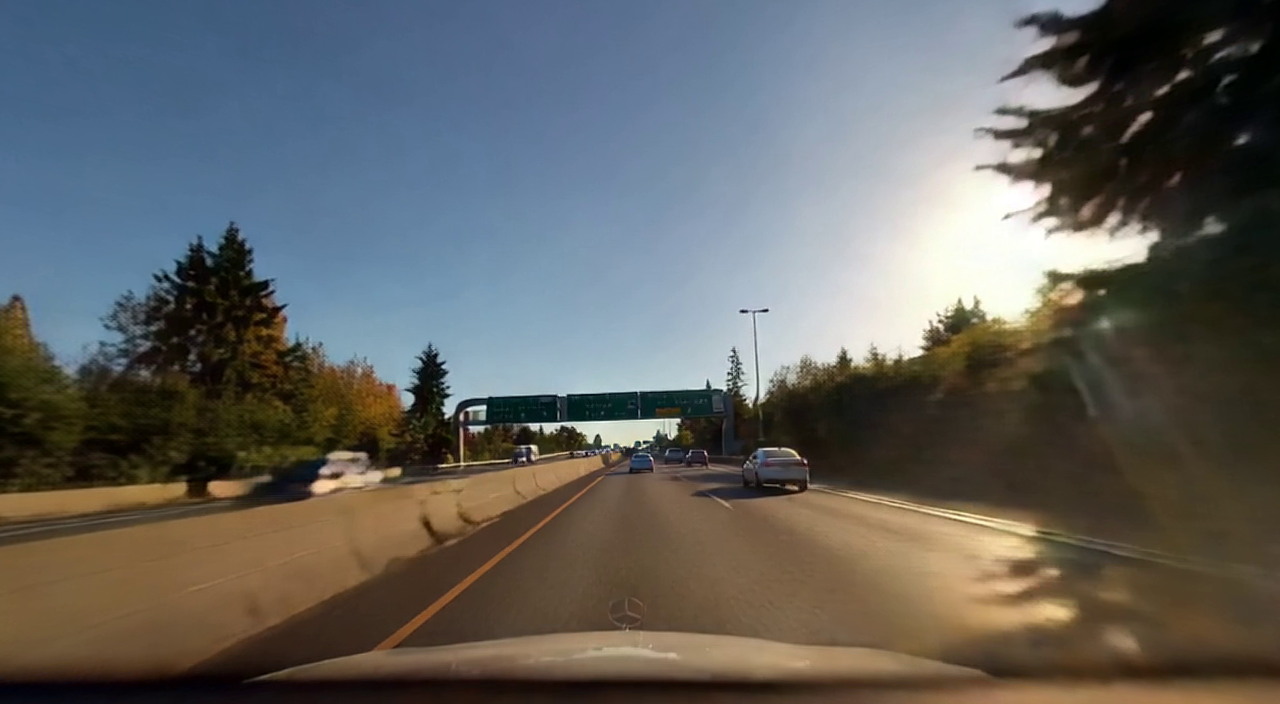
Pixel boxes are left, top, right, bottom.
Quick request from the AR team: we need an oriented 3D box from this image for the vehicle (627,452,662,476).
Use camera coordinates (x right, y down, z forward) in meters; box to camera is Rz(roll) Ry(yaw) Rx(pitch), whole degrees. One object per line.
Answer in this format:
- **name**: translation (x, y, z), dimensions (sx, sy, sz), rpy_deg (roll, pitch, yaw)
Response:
- **vehicle**: translation (0.247, 6.724, 38.085), dimensions (2.012, 1.320, 3.777), rpy_deg (0, -9, 0)

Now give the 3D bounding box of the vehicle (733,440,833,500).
- **vehicle**: translation (4.286, 3.604, 19.633), dimensions (1.969, 1.639, 4.472), rpy_deg (0, -9, -1)

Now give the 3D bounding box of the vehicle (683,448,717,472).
- **vehicle**: translation (4.194, 7.568, 44.509), dimensions (1.935, 1.594, 3.981), rpy_deg (0, -9, -1)

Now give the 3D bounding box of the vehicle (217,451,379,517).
- **vehicle**: translation (-8.611, 3.323, 16.393), dimensions (1.884, 1.459, 4.223), rpy_deg (0, -9, -1)
